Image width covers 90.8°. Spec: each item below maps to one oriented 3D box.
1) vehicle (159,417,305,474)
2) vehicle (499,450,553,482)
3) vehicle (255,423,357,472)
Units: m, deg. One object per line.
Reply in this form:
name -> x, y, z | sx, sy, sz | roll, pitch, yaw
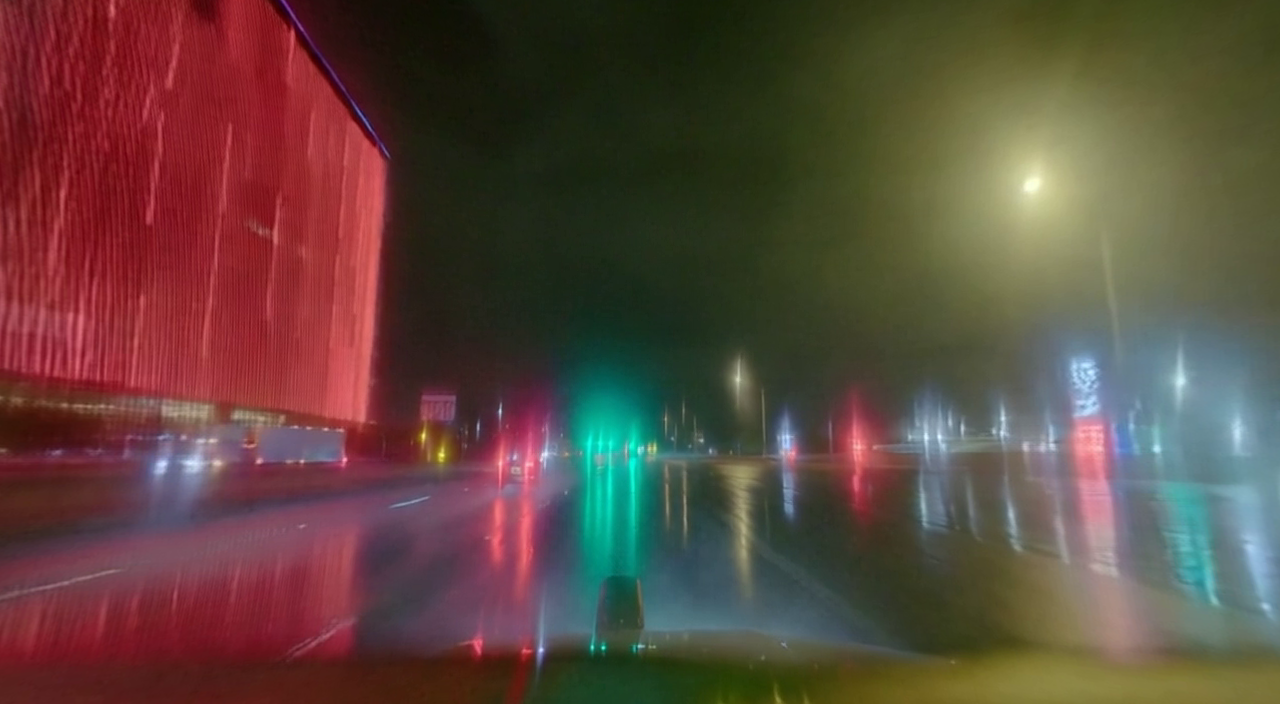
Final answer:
vehicle -> -24.619, 5.792, 38.934 | 2.960, 3.052, 9.368 | 0, -9, -2
vehicle -> -5.783, 5.806, 32.508 | 1.943, 1.510, 4.201 | 0, -9, 0
vehicle -> -24.821, 7.192, 47.605 | 2.785, 3.272, 9.199 | 0, -9, -1
